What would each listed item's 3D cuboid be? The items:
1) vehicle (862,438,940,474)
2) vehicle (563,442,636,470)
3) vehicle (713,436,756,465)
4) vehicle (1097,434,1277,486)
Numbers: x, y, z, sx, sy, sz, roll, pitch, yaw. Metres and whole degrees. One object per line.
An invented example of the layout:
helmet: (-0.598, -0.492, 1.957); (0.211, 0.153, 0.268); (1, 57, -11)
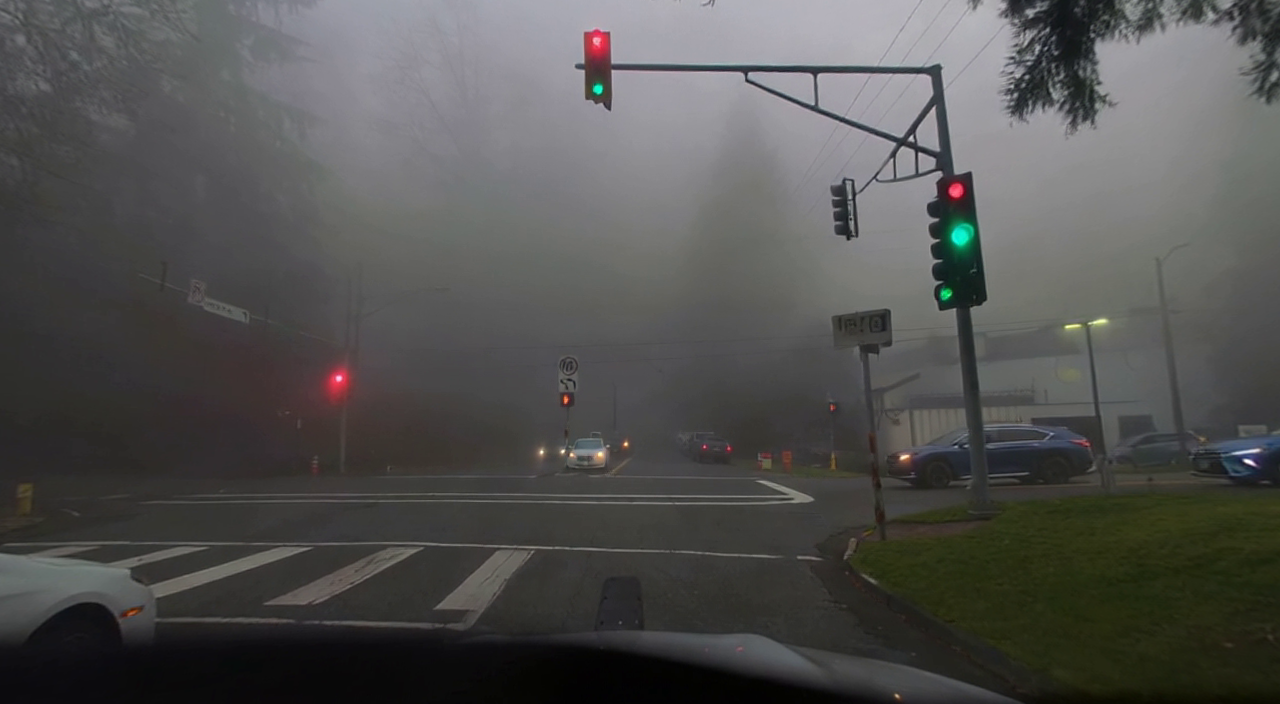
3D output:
vehicle: (12.398, 5.036, 30.252); (1.922, 1.529, 3.964); (0, -12, -1)
vehicle: (-2.438, 6.151, 37.554); (3.991, 1.526, 1.868); (-4, -9, 30)
vehicle: (6.912, 7.175, 46.196); (1.491, 2.041, 2.964); (6, -9, -33)
vehicle: (16.803, 3.321, 19.511); (3.876, 1.512, 1.784); (0, -8, -1)
